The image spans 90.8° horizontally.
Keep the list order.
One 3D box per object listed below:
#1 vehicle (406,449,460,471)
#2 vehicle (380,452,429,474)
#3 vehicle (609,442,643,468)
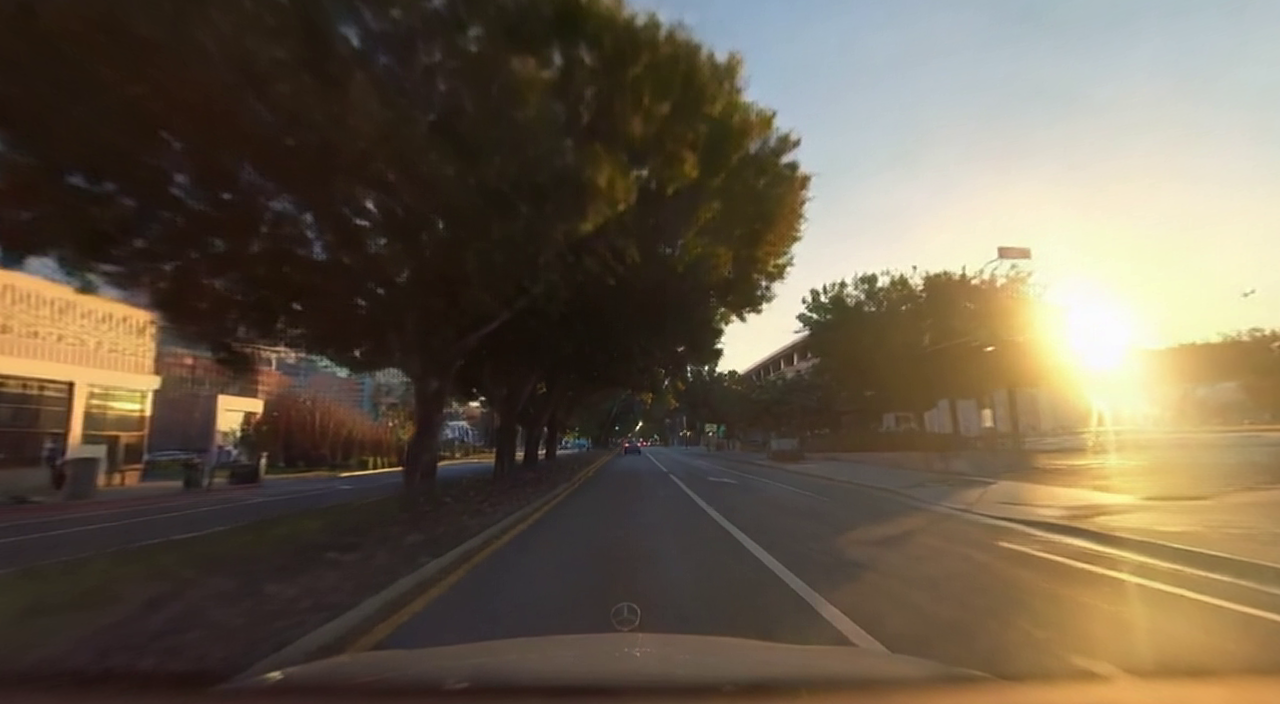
[{"bbox_3d":[-16.040,8.375,49.182,2.098,1.524,5.102,-1,-9,5],"label":"vehicle"},{"bbox_3d":[-16.233,7.643,43.744,1.792,1.413,4.452,0,-9,-2],"label":"vehicle"},{"bbox_3d":[-0.890,6.417,39.607,2.045,1.510,3.690,0,-9,-2],"label":"vehicle"}]
